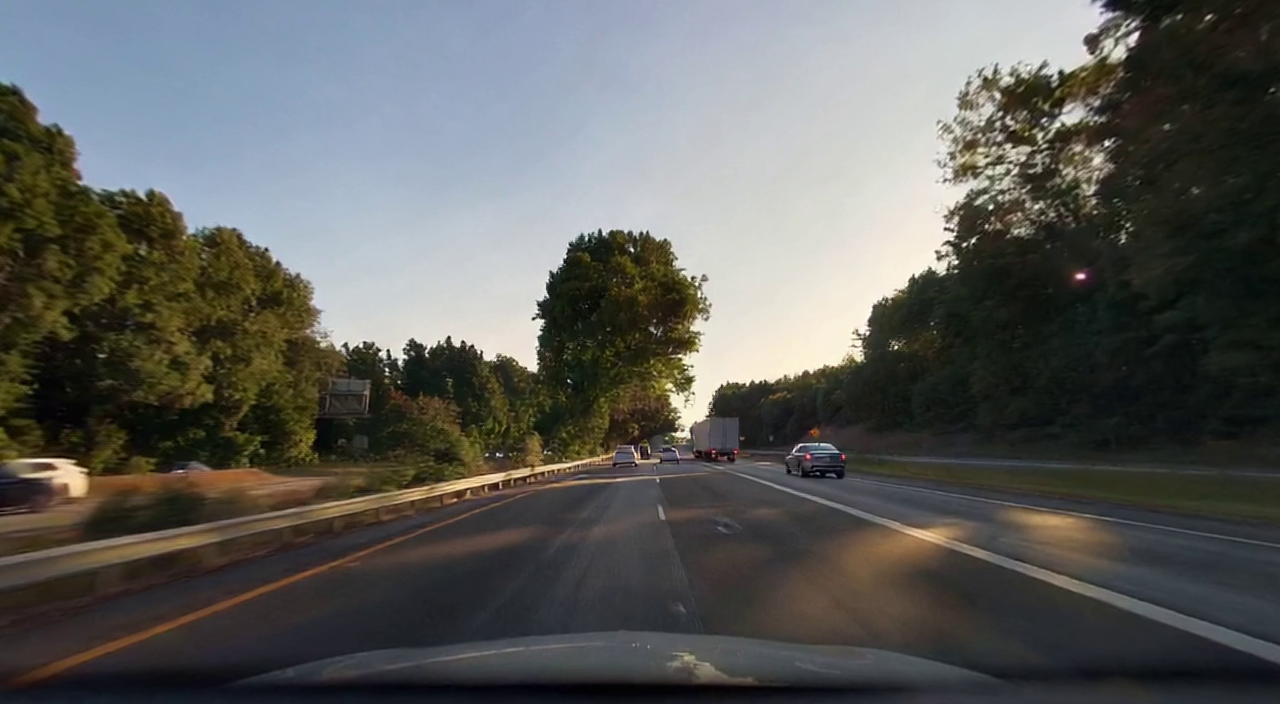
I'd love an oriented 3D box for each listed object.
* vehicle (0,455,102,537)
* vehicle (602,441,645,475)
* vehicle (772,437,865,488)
[{"bbox_3d":[-14.437,3.063,13.302,1.950,1.683,4.571,-1,-9,1],"label":"vehicle"},{"bbox_3d":[-0.848,5.734,34.144,2.114,1.706,4.106,-1,-9,1],"label":"vehicle"},{"bbox_3d":[6.422,4.028,23.239,2.011,1.638,4.737,0,-9,0],"label":"vehicle"}]
